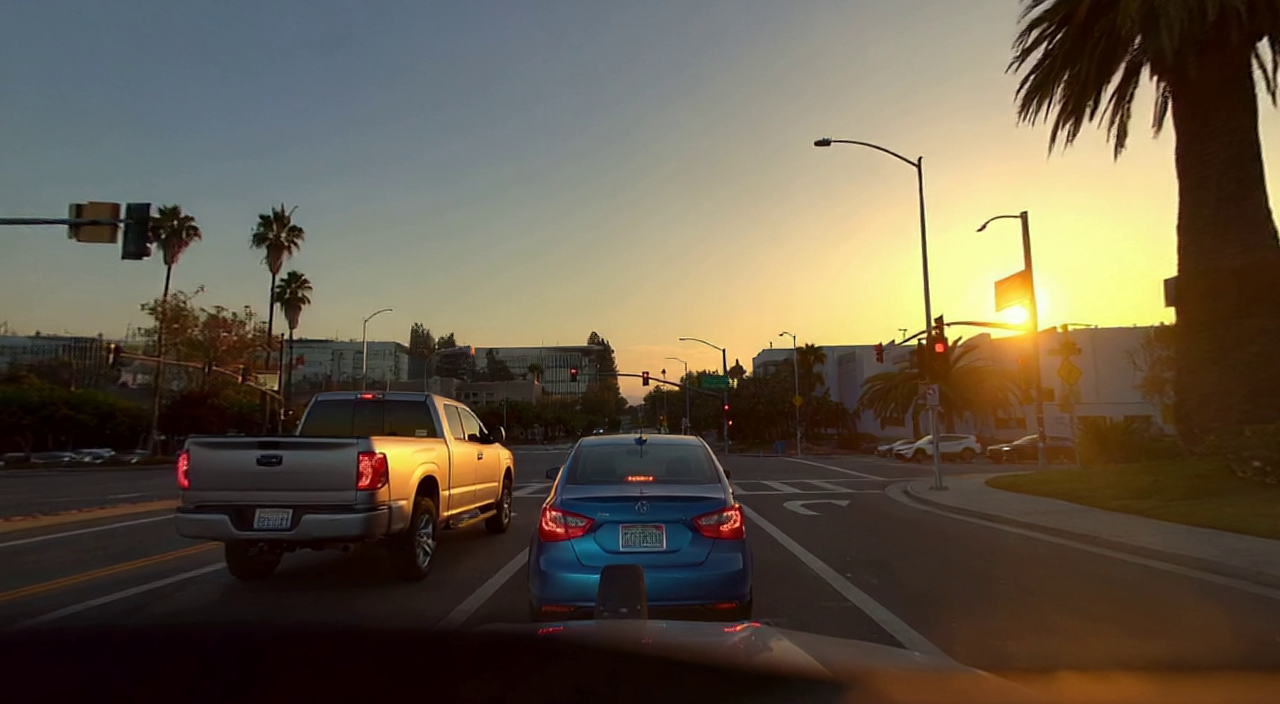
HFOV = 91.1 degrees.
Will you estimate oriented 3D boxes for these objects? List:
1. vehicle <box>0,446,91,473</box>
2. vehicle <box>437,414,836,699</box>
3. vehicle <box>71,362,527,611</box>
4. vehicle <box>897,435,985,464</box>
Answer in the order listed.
[{"bbox_3d":[-37.171,6.632,38.814,4.576,1.617,1.937,0,-8,2],"label":"vehicle"},{"bbox_3d":[0.006,1.403,5.499,2.122,1.501,4.152,0,-8,1],"label":"vehicle"},{"bbox_3d":[-3.251,1.478,7.891,2.330,1.969,5.626,-1,-8,3],"label":"vehicle"},{"bbox_3d":[18.751,6.096,39.298,4.466,1.717,1.963,0,-9,2],"label":"vehicle"}]
